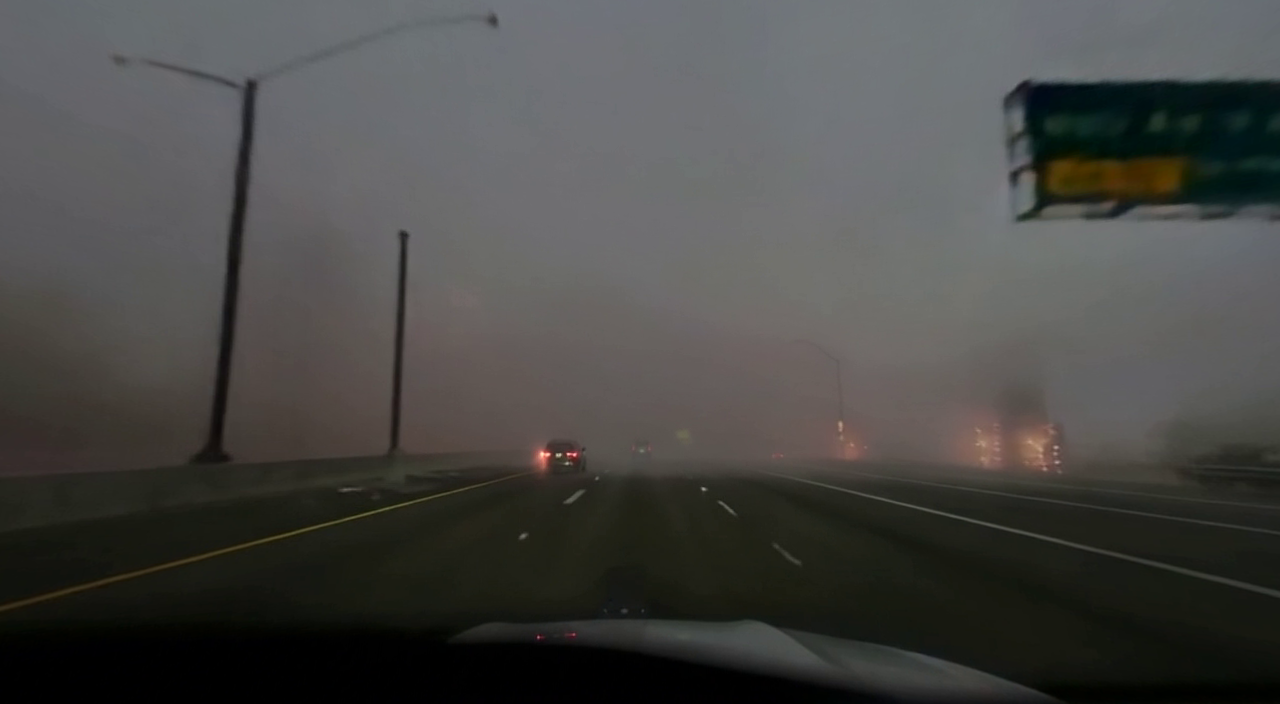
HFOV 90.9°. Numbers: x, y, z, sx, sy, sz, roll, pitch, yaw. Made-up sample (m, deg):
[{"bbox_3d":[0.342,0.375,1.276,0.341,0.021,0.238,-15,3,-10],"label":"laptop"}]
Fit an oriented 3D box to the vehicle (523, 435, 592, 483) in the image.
[{"bbox_3d":[-3.107,4.148,24.766,2.072,1.706,4.359,0,-8,1],"label":"vehicle"}]
